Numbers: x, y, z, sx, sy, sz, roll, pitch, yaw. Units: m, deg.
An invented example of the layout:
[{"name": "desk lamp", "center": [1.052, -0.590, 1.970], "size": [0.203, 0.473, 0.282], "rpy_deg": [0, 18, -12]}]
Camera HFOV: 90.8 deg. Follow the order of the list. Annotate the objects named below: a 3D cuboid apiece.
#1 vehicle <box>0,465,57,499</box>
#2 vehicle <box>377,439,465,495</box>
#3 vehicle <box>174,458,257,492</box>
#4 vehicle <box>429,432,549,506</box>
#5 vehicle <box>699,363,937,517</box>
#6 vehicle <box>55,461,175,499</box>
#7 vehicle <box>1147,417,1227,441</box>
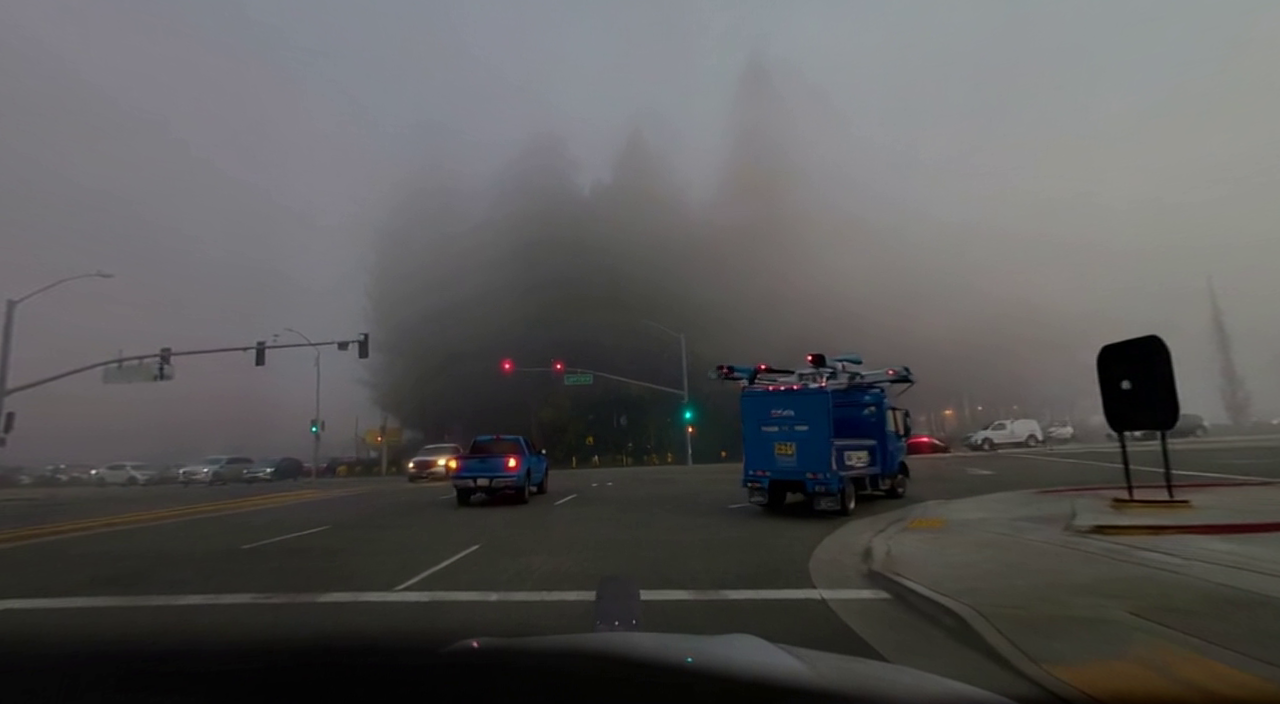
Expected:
[{"name": "vehicle", "center": [-38.937, 8.060, 38.960], "size": [4.136, 1.863, 1.785], "rpy_deg": [-3, -9, 0]}, {"name": "vehicle", "center": [-7.285, 3.827, 21.477], "size": [1.997, 1.679, 4.263], "rpy_deg": [1, -9, -8]}, {"name": "vehicle", "center": [-25.248, 7.279, 37.608], "size": [3.721, 1.450, 1.824], "rpy_deg": [-7, -7, 1]}, {"name": "vehicle", "center": [-3.960, 3.152, 17.506], "size": [2.102, 1.744, 4.630], "rpy_deg": [0, -8, 1]}, {"name": "vehicle", "center": [4.384, 2.096, 15.058], "size": [5.938, 2.954, 2.463], "rpy_deg": [7, -11, -40]}, {"name": "vehicle", "center": [-27.115, 6.624, 32.759], "size": [4.583, 1.556, 1.893], "rpy_deg": [-3, -6, 0]}, {"name": "vehicle", "center": [41.778, 5.873, 48.328], "size": [3.879, 1.626, 2.382], "rpy_deg": [-3, -7, -1]}]
